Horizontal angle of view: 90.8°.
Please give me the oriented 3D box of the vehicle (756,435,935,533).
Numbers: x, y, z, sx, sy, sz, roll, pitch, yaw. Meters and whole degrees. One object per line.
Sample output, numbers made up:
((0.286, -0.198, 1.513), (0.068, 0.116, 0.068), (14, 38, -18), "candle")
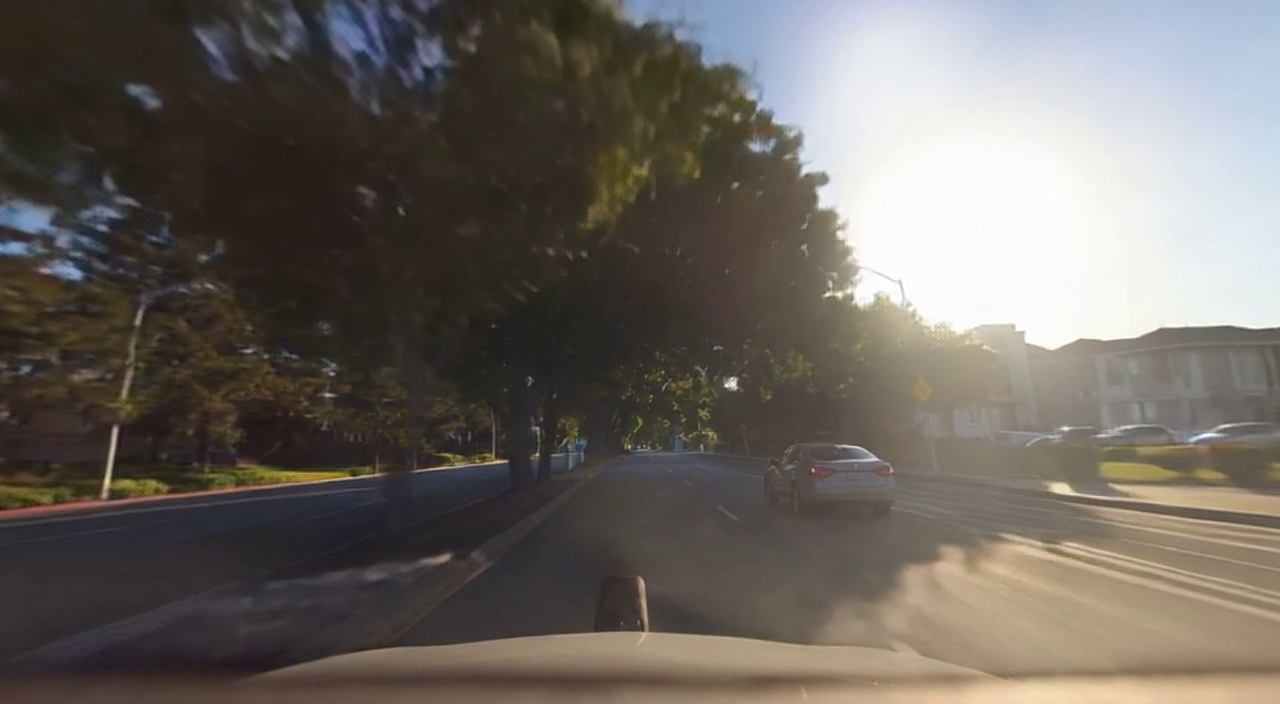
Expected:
((3.524, 2.346, 11.745), (1.852, 1.453, 4.083), (0, -9, -2), "vehicle")

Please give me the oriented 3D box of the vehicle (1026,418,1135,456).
((25.683, 4.975, 36.951), (4.733, 2.074, 2.022), (0, -9, -1), "vehicle")

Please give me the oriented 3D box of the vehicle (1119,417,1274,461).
((24.807, 3.927, 28.335), (4.672, 1.810, 2.367), (0, -9, -1), "vehicle")
